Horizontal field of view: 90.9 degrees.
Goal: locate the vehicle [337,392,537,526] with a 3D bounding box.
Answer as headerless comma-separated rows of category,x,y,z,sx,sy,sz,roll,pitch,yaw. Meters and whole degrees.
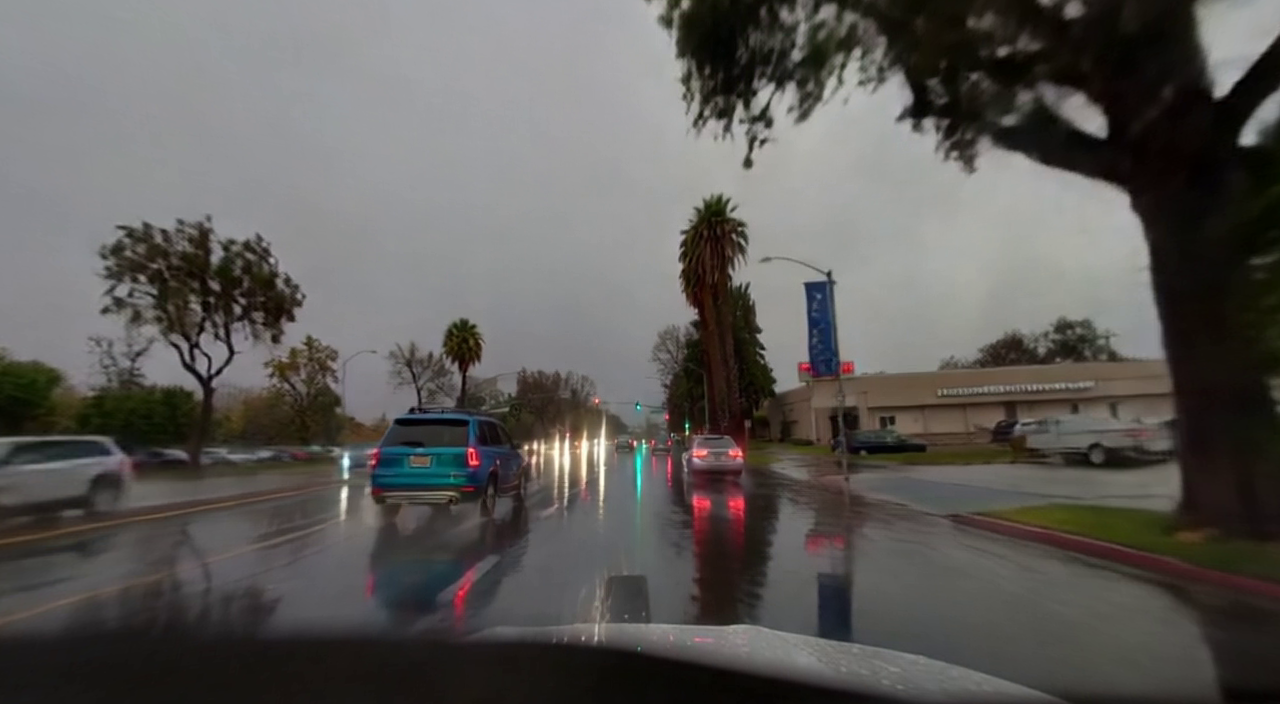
vehicle,-3.397,1.924,11.703,2.152,1.987,4.527,0,-8,0

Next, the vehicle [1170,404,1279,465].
vehicle,18.642,2.481,18.776,4.591,1.666,1.901,2,-9,-15

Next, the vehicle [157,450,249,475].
vehicle,-26.700,6.733,38.560,2.011,1.395,4.238,-8,-11,44

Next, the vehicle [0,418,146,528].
vehicle,-11.579,2.015,10.552,2.110,1.790,5.333,0,-8,2

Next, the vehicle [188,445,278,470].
vehicle,-27.171,7.015,42.150,4.697,1.521,2.017,8,-11,-43

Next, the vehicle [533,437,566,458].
vehicle,-6.573,6.991,46.099,1.751,1.445,4.340,0,-8,1

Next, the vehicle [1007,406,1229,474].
vehicle,13.198,2.501,17.876,1.887,1.630,4.705,2,-9,-16

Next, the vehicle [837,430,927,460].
vehicle,12.045,4.643,31.568,1.874,1.386,3.745,6,-10,-36

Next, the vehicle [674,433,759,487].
vehicle,2.234,3.321,19.751,1.919,1.472,4.470,0,-8,-3
